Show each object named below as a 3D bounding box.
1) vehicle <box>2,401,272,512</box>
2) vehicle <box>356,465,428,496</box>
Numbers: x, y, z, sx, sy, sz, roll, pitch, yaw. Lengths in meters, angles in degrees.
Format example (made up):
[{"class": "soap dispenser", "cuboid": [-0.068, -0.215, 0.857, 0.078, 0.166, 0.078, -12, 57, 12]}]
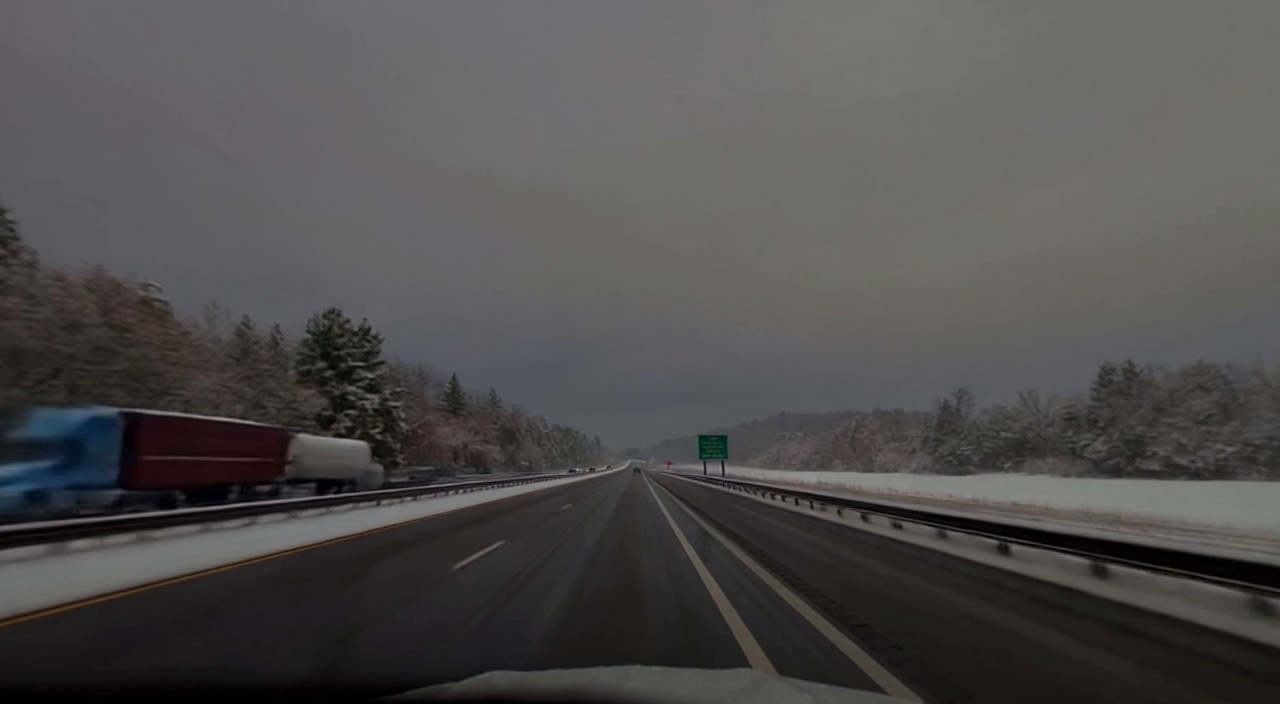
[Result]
[{"class": "vehicle", "cuboid": [-16.685, 3.677, 21.944, 2.913, 3.149, 7.507, 1, -10, 1]}, {"class": "vehicle", "cuboid": [-12.370, 6.419, 31.730, 1.957, 1.404, 3.956, 1, -10, 1]}]
